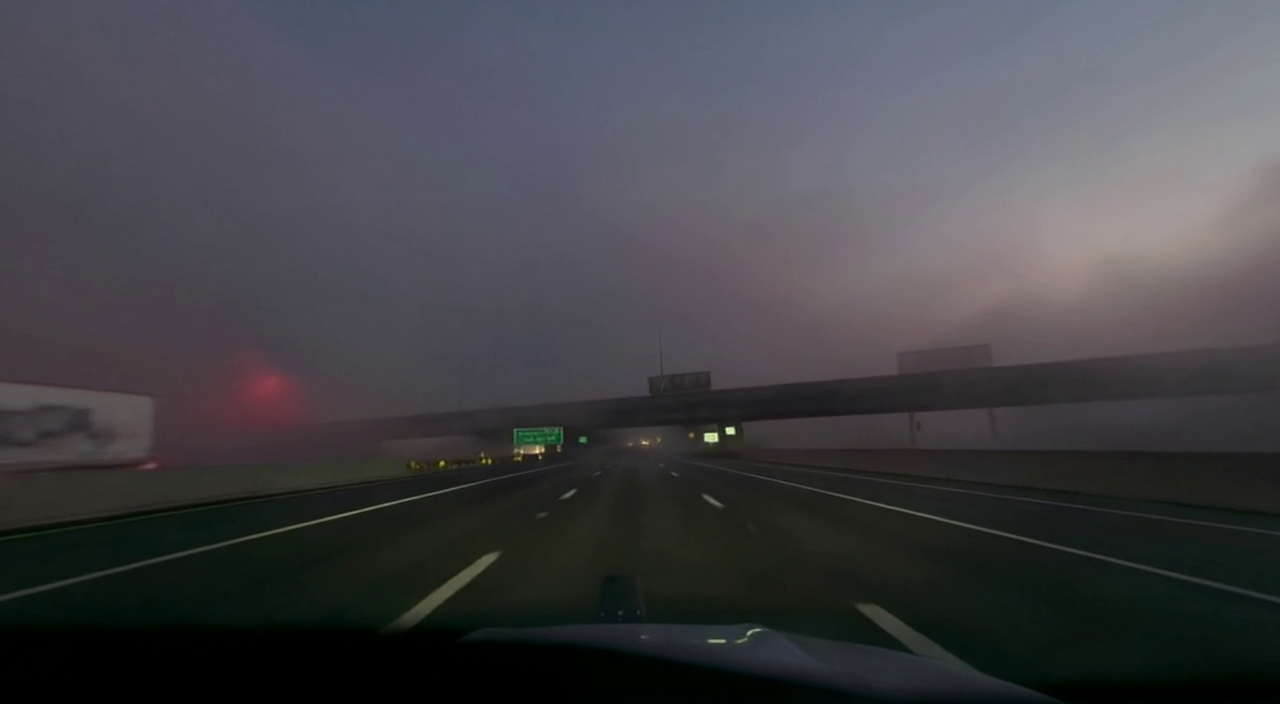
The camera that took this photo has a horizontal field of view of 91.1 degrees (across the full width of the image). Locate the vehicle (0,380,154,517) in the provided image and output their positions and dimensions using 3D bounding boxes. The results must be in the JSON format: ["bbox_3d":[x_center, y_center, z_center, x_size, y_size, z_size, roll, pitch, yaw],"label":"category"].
[{"bbox_3d":[-20.546,2.665,17.330,2.892,4.072,14.532,0,-9,-1],"label":"vehicle"}]
